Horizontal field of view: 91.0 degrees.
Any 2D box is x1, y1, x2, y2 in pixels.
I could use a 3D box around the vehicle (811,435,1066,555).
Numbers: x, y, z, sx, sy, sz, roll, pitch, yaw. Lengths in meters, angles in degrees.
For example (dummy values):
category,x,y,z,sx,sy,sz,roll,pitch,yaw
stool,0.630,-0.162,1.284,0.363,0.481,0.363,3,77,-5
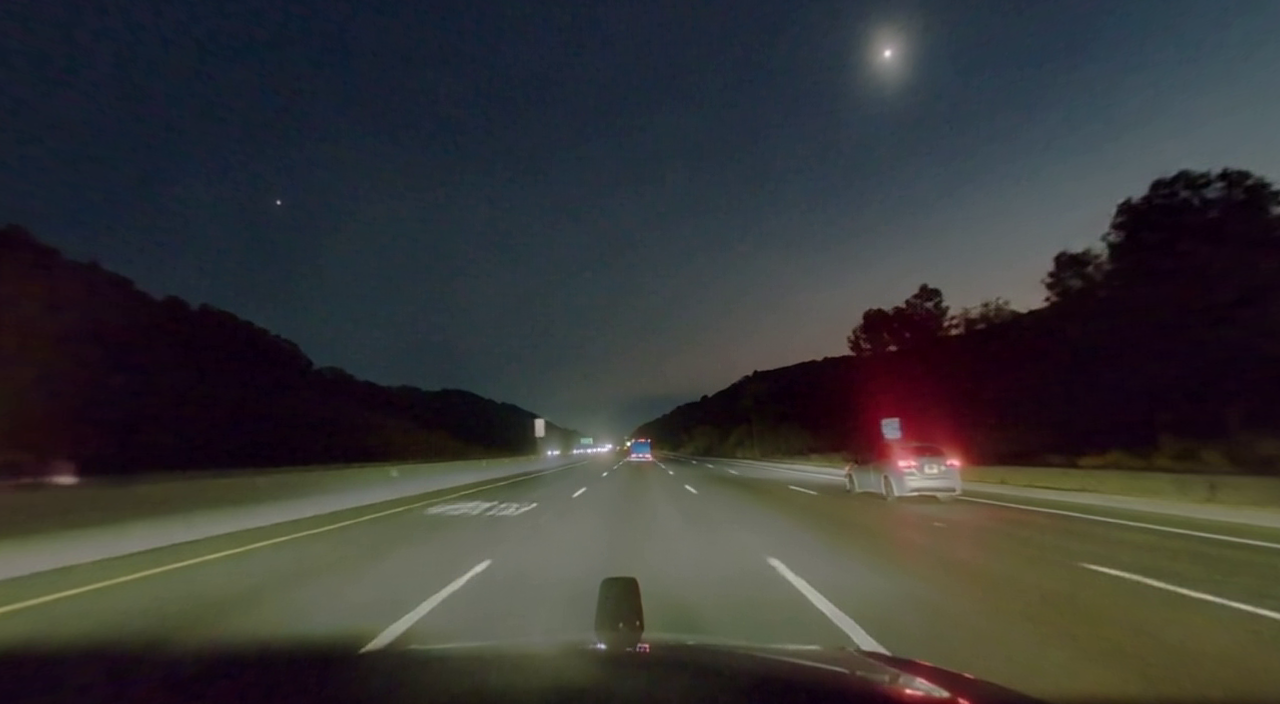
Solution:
category,x,y,z,sx,sy,sz,roll,pitch,yaw
vehicle,4.359,2.139,10.124,1.976,1.495,4.217,0,-9,-1
